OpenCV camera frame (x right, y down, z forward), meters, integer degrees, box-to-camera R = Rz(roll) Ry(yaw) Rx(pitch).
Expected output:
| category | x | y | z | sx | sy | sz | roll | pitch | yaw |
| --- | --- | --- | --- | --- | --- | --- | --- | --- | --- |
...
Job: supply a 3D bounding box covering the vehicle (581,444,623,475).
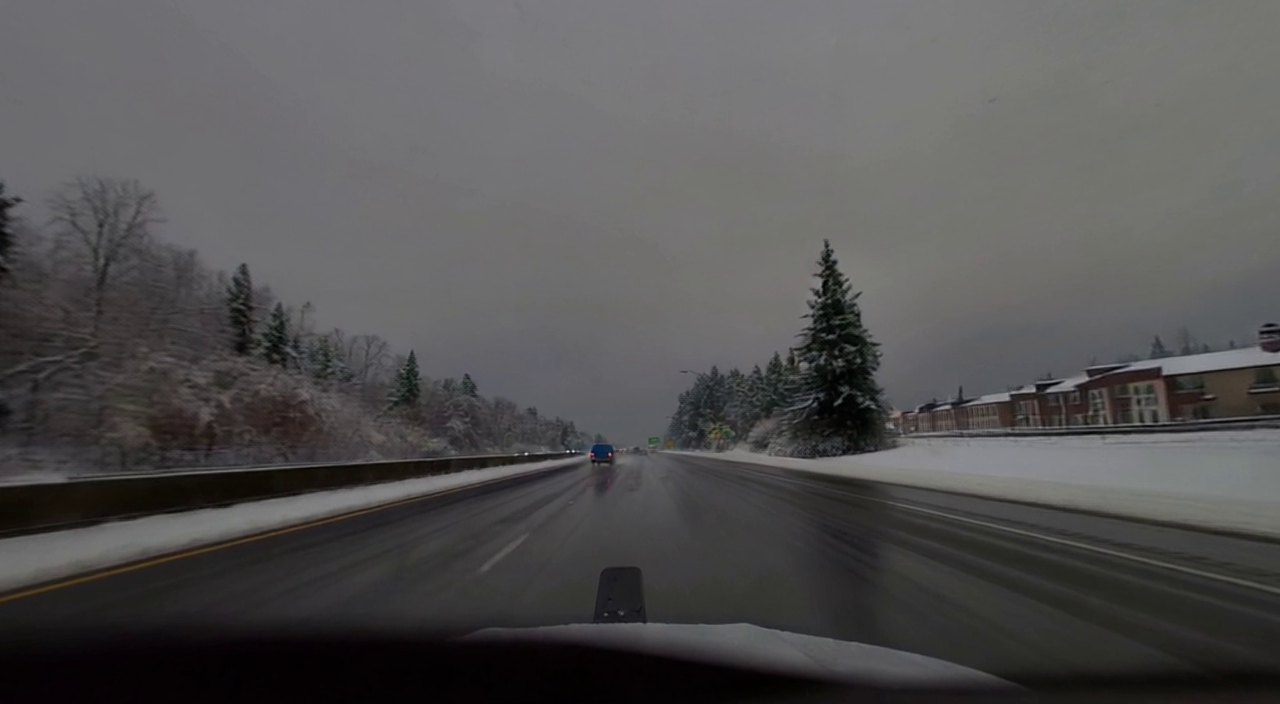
| category | x | y | z | sx | sy | sz | roll | pitch | yaw |
| --- | --- | --- | --- | --- | --- | --- | --- | --- | --- |
| vehicle | -2.052 | 5.943 | 34.943 | 1.965 | 1.556 | 3.971 | -1 | -9 | 2 |
